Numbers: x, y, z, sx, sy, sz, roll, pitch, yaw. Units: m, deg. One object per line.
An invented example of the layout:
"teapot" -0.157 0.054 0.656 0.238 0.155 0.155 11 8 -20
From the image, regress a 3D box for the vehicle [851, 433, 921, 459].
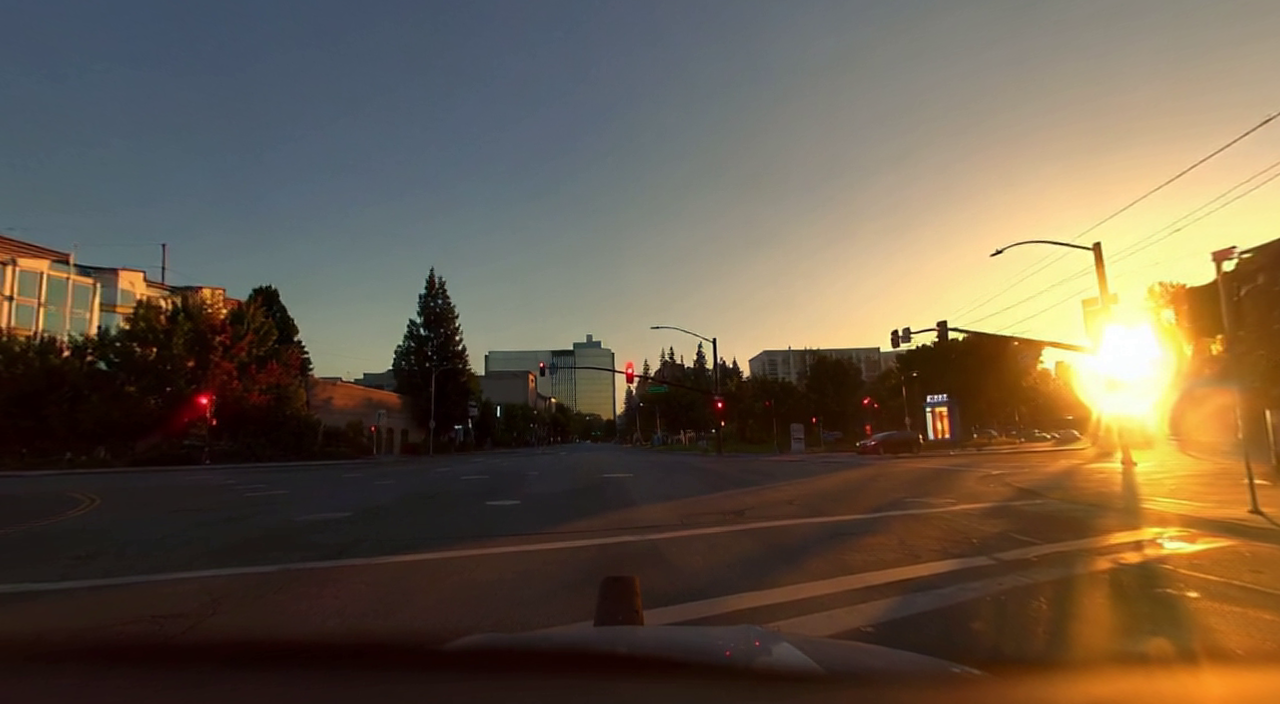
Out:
"vehicle" 17.637 6.748 45.320 4.600 1.783 1.970 4 -10 -26
